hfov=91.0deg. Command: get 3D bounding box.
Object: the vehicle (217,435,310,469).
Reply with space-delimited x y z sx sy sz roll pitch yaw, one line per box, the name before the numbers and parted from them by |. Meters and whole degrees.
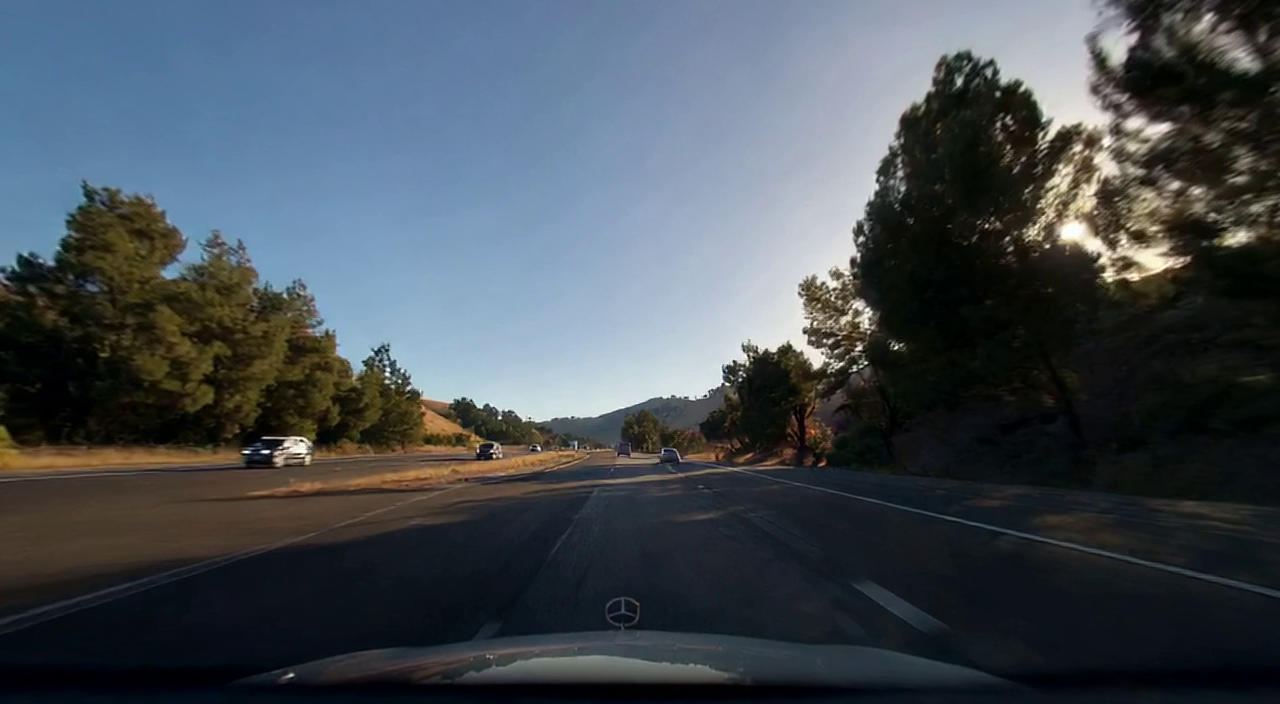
vehicle | -20.334 5.412 34.312 2.064 1.686 4.749 0 -8 1
